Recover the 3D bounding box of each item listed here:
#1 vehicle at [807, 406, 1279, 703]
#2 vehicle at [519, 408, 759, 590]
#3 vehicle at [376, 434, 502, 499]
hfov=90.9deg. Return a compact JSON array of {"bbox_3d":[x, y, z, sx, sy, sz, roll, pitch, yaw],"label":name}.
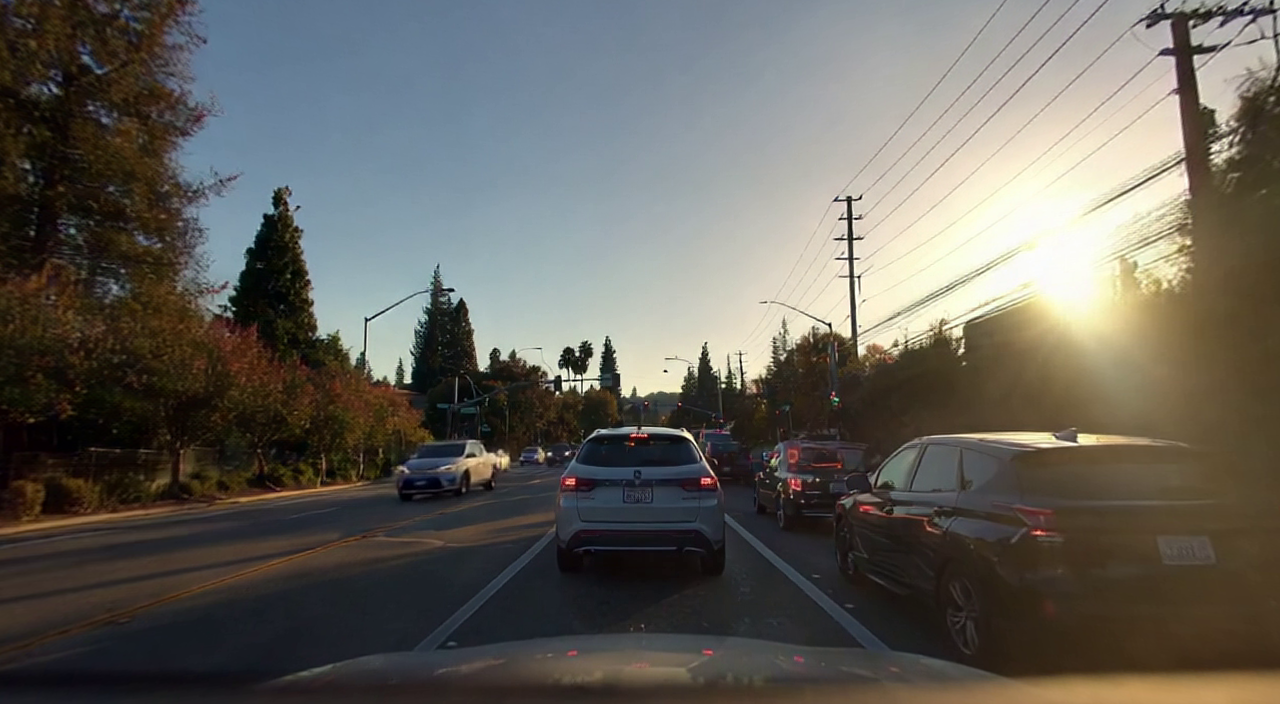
[{"bbox_3d":[2.889,1.305,4.993,1.950,1.487,4.275,0,-8,0],"label":"vehicle"},{"bbox_3d":[0.006,1.660,7.922,2.200,1.653,4.127,0,-8,1],"label":"vehicle"},{"bbox_3d":[-6.051,3.494,19.719,2.253,1.751,4.700,-1,-8,1],"label":"vehicle"}]
